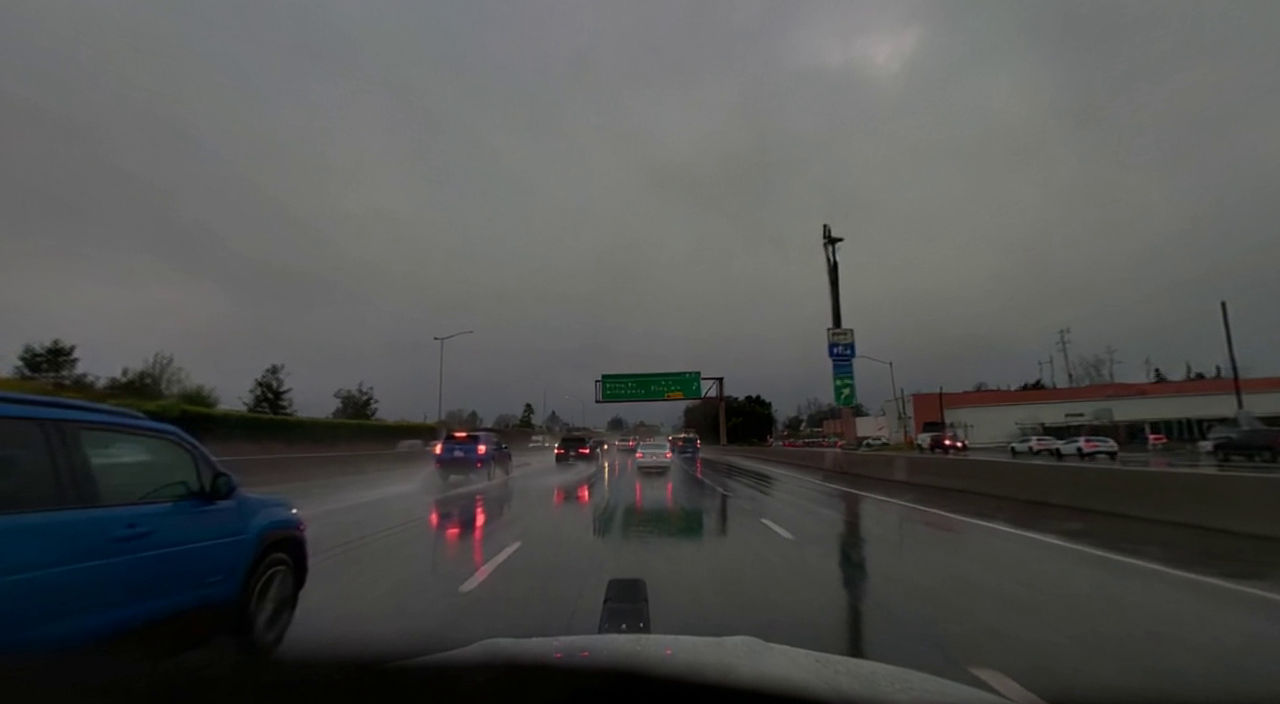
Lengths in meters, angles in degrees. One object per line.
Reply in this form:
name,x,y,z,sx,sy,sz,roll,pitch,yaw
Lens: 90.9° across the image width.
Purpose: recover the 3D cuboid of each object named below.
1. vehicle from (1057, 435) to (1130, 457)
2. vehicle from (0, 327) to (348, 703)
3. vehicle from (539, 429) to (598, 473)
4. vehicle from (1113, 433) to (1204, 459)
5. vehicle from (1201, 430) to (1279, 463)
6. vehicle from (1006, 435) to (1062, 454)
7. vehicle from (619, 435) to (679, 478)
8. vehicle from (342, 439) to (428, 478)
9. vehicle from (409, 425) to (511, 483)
vehicle,30.532,6.360,42.654,1.598,1.384,4.580,0,-8,1
vehicle,-3.222,0.810,2.510,1.961,1.687,4.453,0,-8,0
vehicle,-2.996,4.275,27.408,2.007,1.730,4.412,0,-8,0
vehicle,30.438,5.529,37.172,1.722,1.461,4.302,0,-8,1
vehicle,30.396,4.612,30.834,1.838,1.491,4.554,0,-8,2
vehicle,30.542,7.190,49.023,1.656,1.442,4.167,0,-8,1
vehicle,0.348,3.933,24.036,2.090,1.474,3.970,0,-8,1
vehicle,-9.934,4.152,24.911,1.774,1.408,3.917,0,-8,0
vehicle,-6.210,3.588,22.446,2.125,1.804,4.864,0,-8,1
